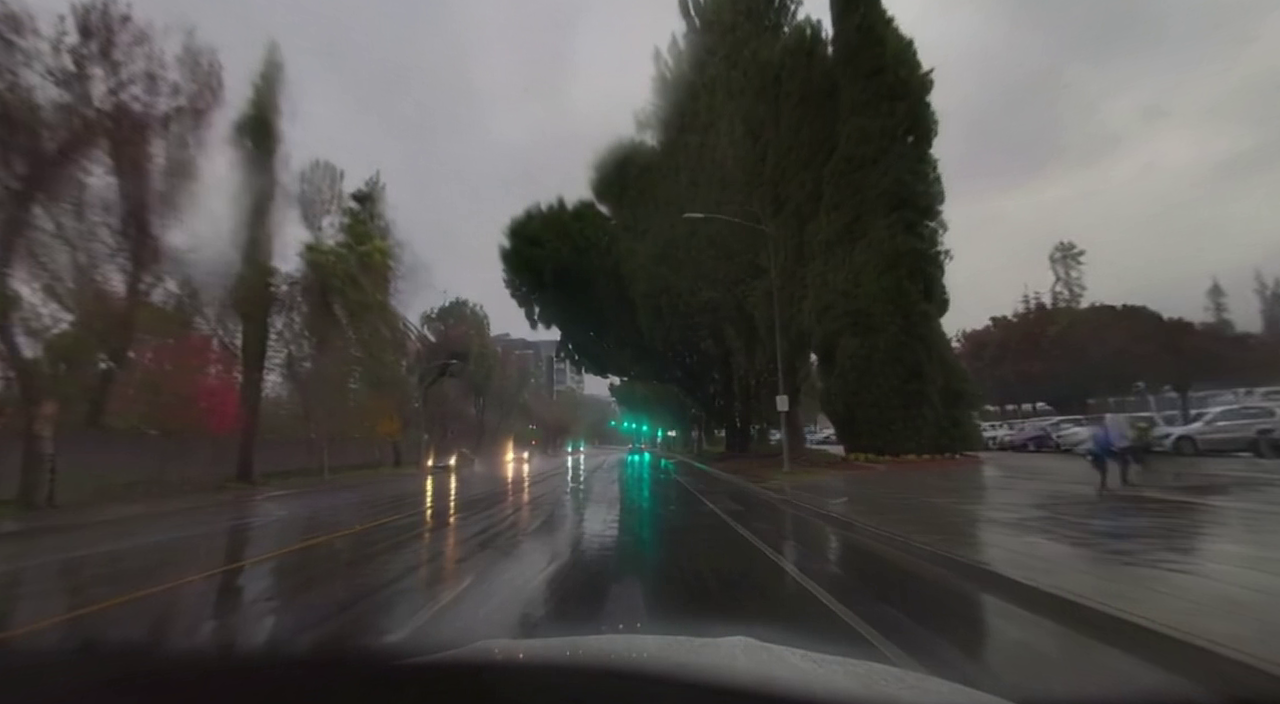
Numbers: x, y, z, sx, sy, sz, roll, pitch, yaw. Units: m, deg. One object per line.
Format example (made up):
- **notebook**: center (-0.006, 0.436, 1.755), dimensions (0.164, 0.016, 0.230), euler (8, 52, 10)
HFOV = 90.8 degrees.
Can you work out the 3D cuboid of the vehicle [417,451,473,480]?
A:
- **vehicle**: center (-11.177, 6.528, 36.524), dimensions (1.948, 1.481, 4.380), euler (0, -8, -2)
